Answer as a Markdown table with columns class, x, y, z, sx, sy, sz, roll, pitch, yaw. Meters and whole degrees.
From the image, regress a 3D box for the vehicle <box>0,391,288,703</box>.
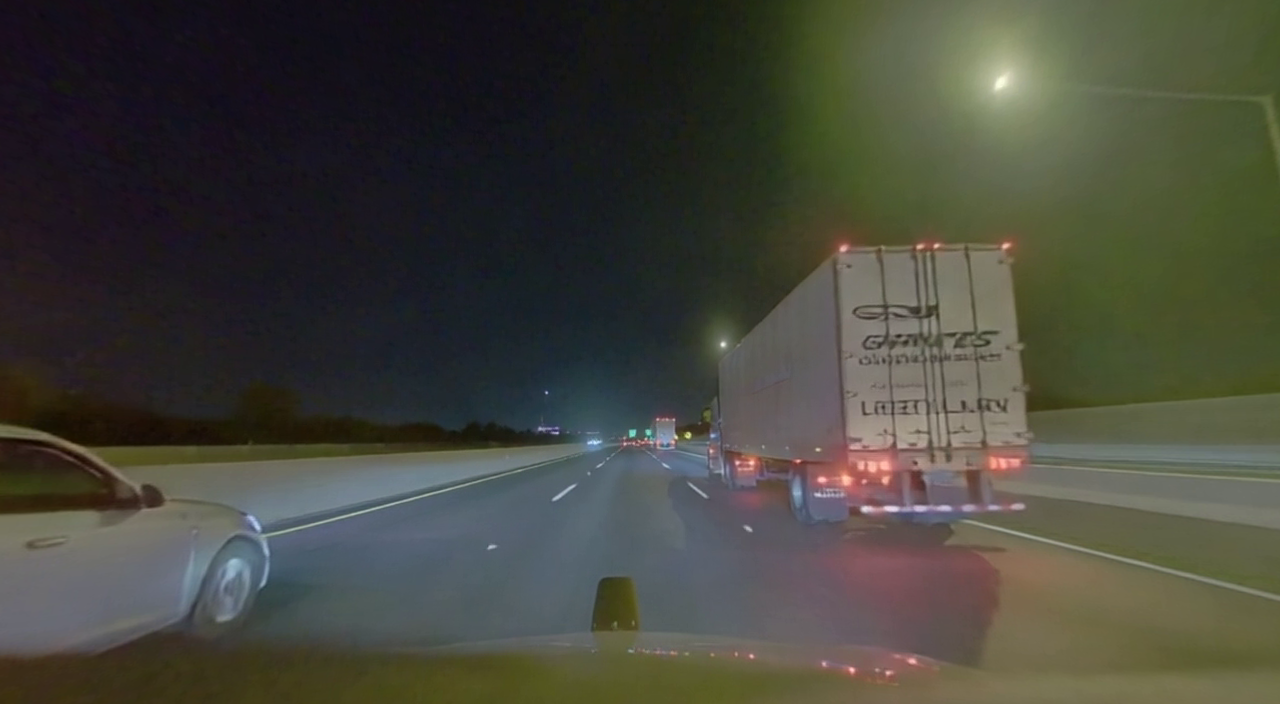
| class | x | y | z | sx | sy | sz | roll | pitch | yaw |
| --- | --- | --- | --- | --- | --- | --- | --- | --- | --- |
| vehicle | -3.510 | 0.917 | 2.388 | 1.990 | 1.520 | 4.100 | 0 | -8 | 0 |

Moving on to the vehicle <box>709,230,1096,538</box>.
| class | x | y | z | sx | sy | sz | roll | pitch | yaw |
| --- | --- | --- | --- | --- | --- | --- | --- | --- | --- |
| vehicle | 4.178 | 1.375 | 15.539 | 2.976 | 4.064 | 14.619 | 0 | -8 | -1 |
